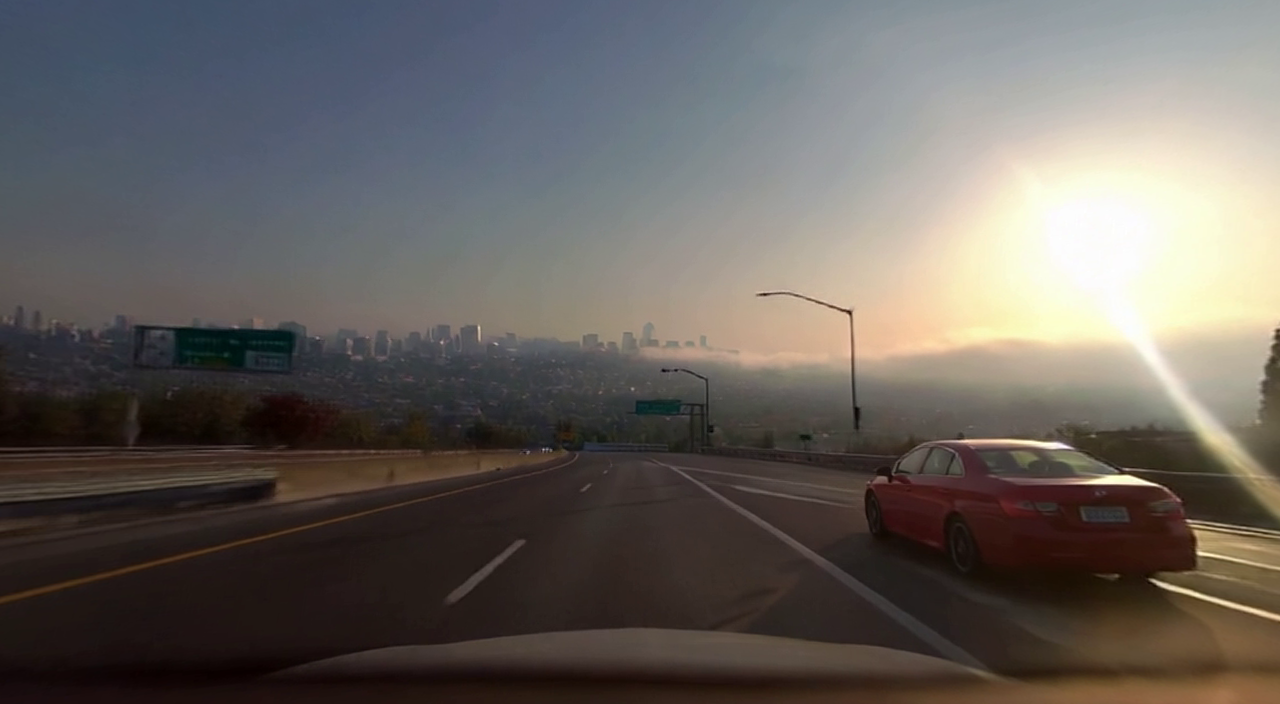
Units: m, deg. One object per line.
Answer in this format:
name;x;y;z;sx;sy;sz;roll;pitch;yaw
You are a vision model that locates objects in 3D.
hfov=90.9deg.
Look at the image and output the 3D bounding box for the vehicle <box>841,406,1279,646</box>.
vehicle;3.930;1.506;6.589;2.104;1.575;4.698;0;-9;0
